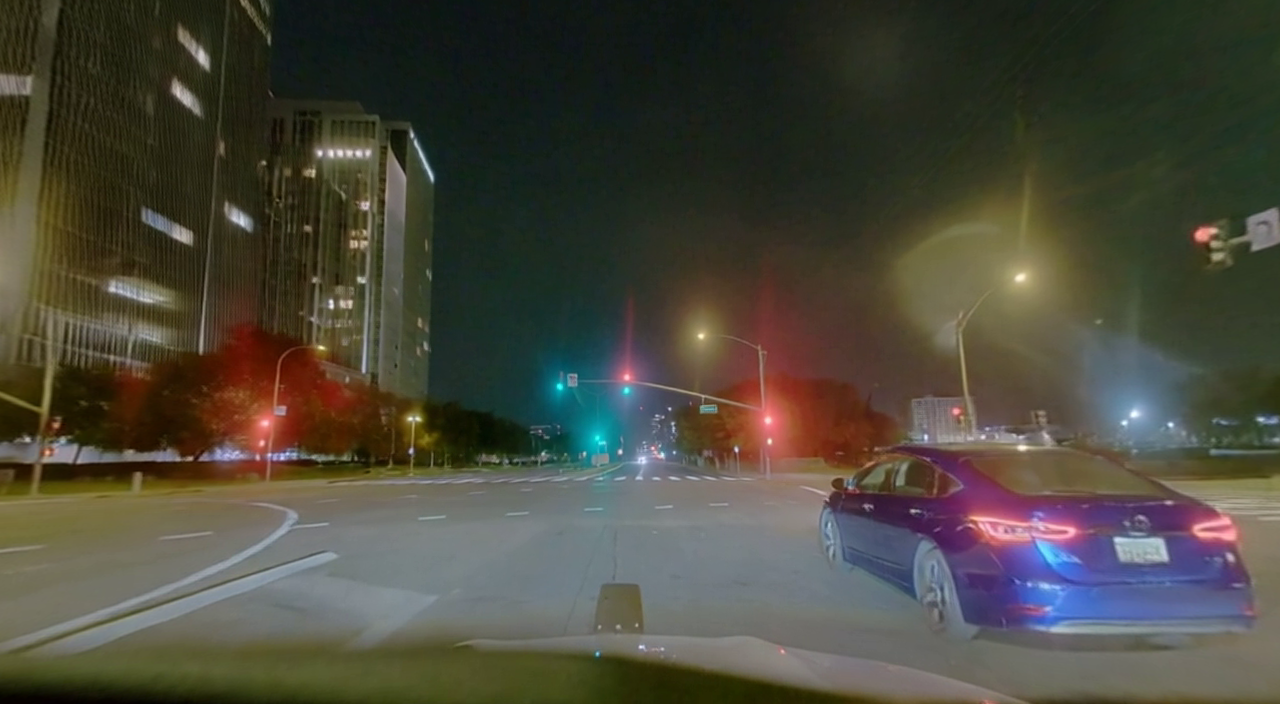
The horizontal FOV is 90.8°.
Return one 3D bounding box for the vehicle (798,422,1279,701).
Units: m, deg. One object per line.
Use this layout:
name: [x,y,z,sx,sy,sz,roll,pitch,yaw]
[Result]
vehicle: [3.196,1.530,5.989,2.089,1.539,4.767,0,-9,-1]
